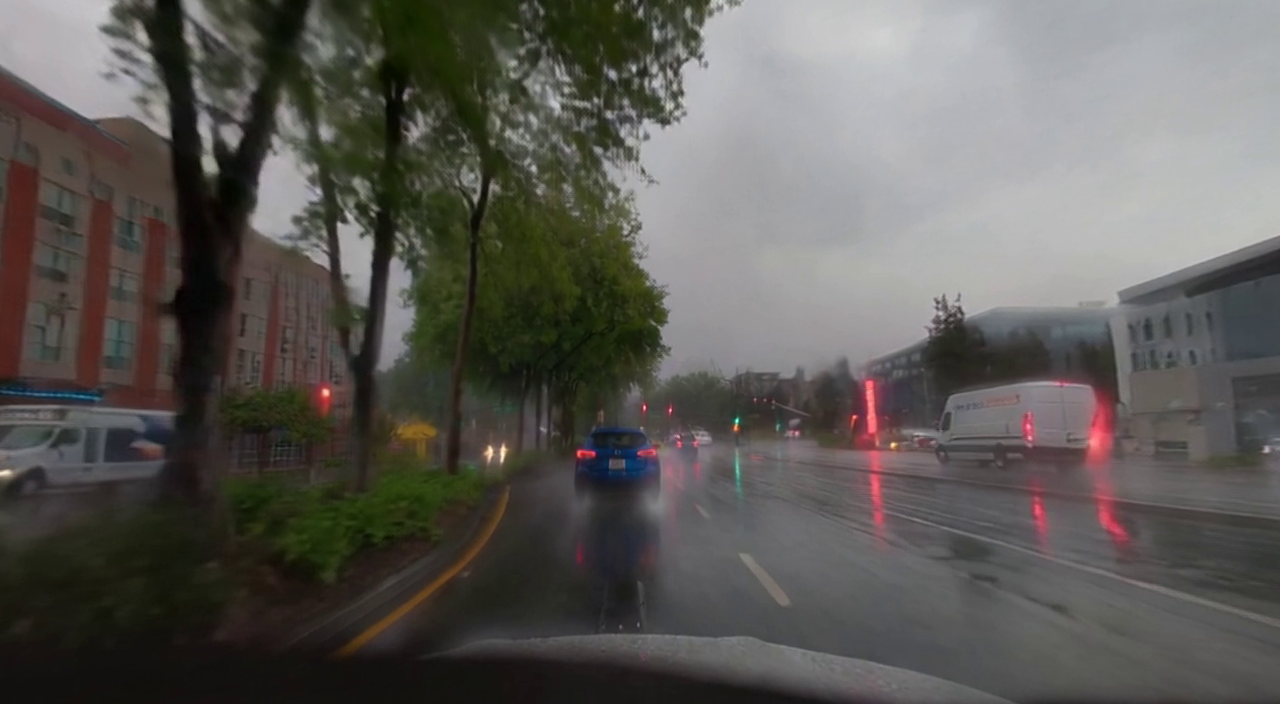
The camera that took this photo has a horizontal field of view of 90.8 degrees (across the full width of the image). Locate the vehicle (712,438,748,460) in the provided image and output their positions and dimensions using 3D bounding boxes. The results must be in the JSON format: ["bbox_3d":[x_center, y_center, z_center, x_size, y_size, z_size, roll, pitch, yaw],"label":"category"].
[{"bbox_3d":[6.224,6.790,44.086,1.777,1.443,3.942,0,-8,-2],"label":"vehicle"}]

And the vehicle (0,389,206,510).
[{"bbox_3d":[-19.076,3.311,21.707,2.811,3.399,7.898,0,-9,-2],"label":"vehicle"}]

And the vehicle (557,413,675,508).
[{"bbox_3d":[-0.509,2.403,14.332,2.277,1.816,4.192,0,-8,-1],"label":"vehicle"}]

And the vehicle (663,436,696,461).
[{"bbox_3d":[2.648,6.641,43.603,1.929,1.590,4.287,0,-8,-1],"label":"vehicle"}]

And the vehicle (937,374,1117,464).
[{"bbox_3d":[18.302,3.458,30.956,3.269,3.755,8.862,0,-9,2],"label":"vehicle"}]
